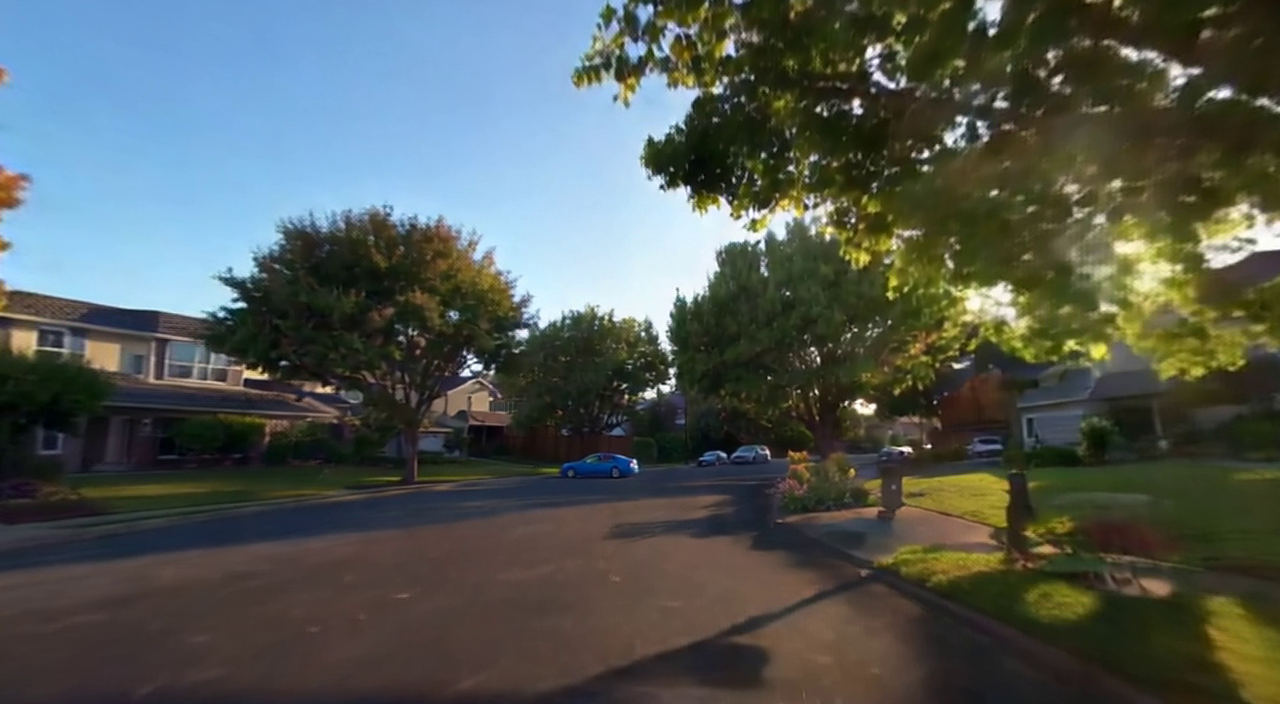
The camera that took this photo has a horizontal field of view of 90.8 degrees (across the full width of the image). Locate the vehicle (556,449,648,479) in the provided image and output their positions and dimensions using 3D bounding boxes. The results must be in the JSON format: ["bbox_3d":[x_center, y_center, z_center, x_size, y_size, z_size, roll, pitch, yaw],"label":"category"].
[{"bbox_3d":[-2.041,6.040,34.259,4.653,1.480,1.871,-3,-9,17],"label":"vehicle"}]
